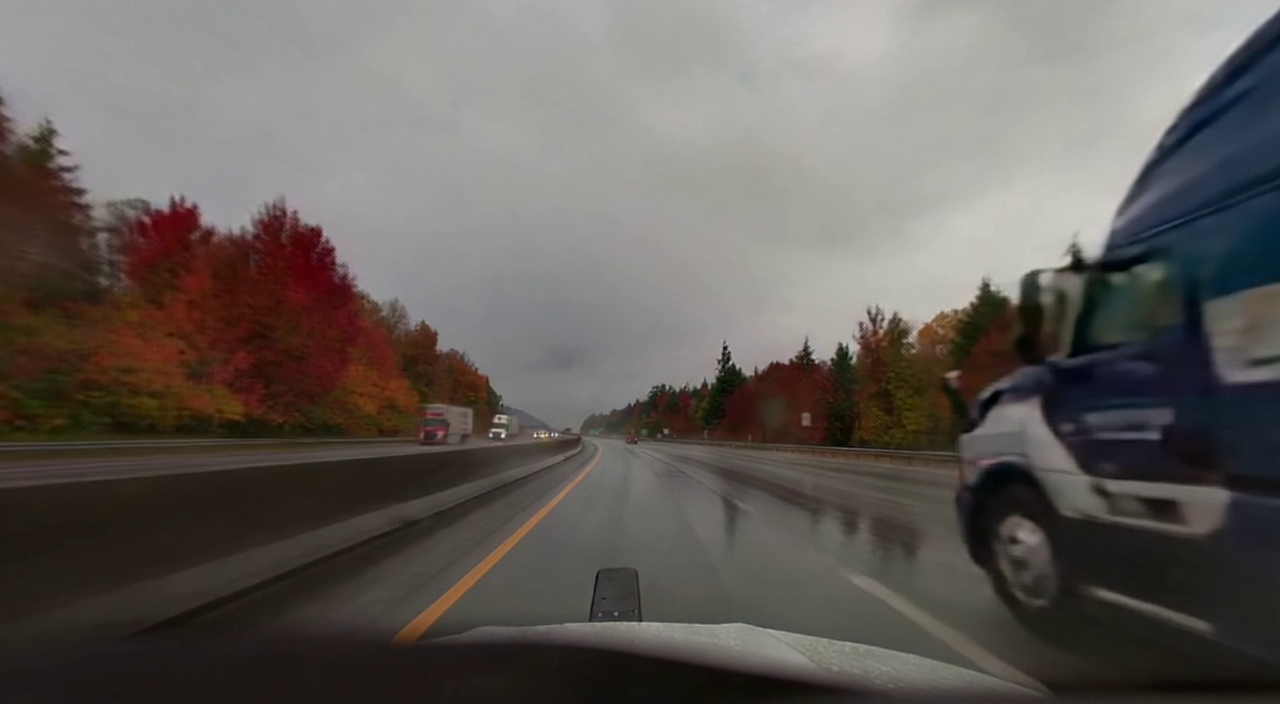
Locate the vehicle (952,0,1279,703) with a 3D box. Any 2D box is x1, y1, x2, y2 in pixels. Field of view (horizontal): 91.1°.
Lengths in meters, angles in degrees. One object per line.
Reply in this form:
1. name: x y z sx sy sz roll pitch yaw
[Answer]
1. vehicle: 3.801 -0.542 1.335 2.985 4.066 6.190 0 -8 0
